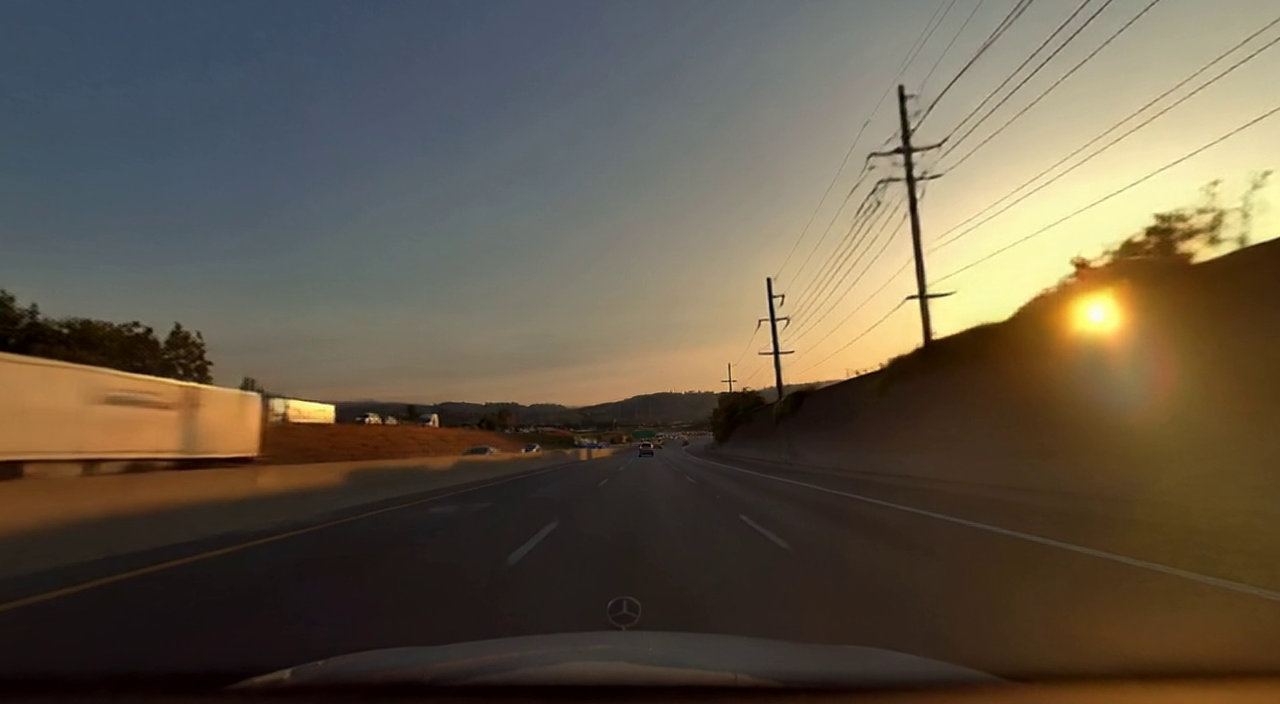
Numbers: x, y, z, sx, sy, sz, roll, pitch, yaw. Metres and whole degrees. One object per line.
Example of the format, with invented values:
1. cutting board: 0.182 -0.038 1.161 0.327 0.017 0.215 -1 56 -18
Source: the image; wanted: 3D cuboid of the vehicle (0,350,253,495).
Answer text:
1. vehicle: -19.354 2.551 21.355 2.923 3.998 15.120 0 -9 0
